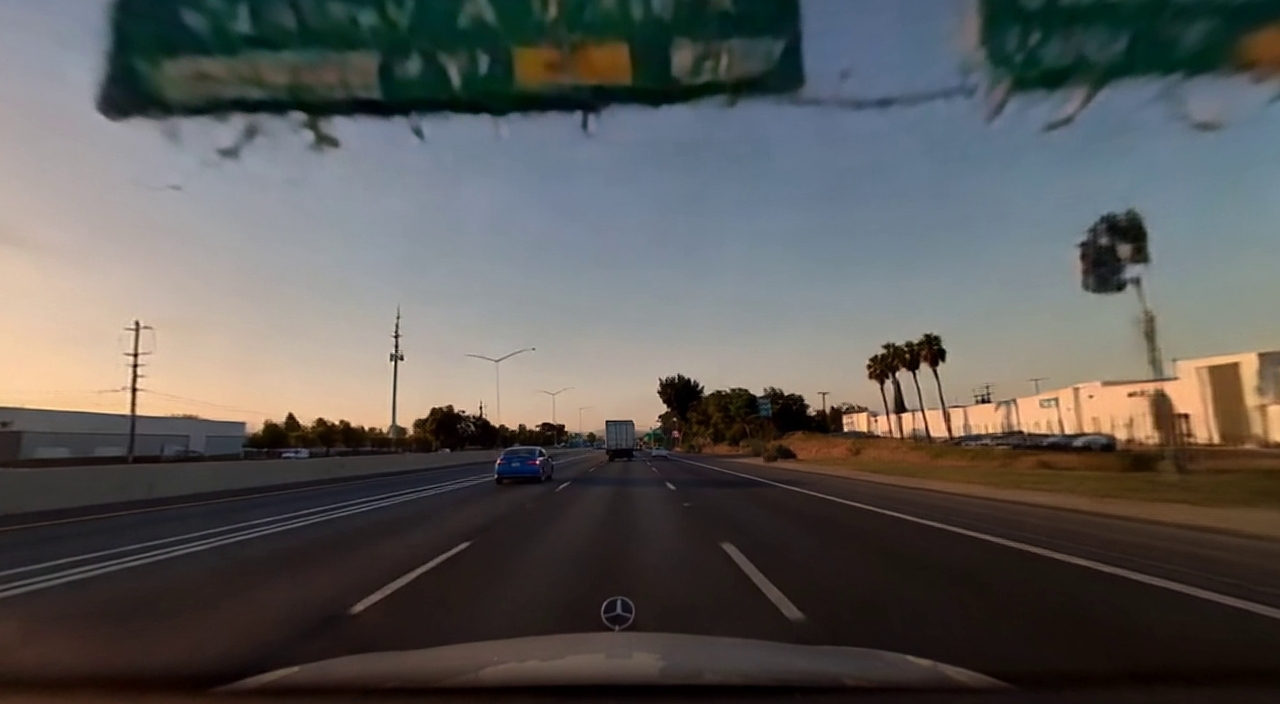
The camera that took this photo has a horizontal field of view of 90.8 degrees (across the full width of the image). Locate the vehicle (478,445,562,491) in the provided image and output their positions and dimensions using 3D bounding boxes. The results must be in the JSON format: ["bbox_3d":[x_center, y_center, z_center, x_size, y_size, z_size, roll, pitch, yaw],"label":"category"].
[{"bbox_3d":[-4.084,4.006,22.284,2.097,1.447,4.291,0,-8,0],"label":"vehicle"}]

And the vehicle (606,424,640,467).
[{"bbox_3d":[-1.244,7.056,47.657,2.364,2.953,6.495,0,-8,-1],"label":"vehicle"}]
